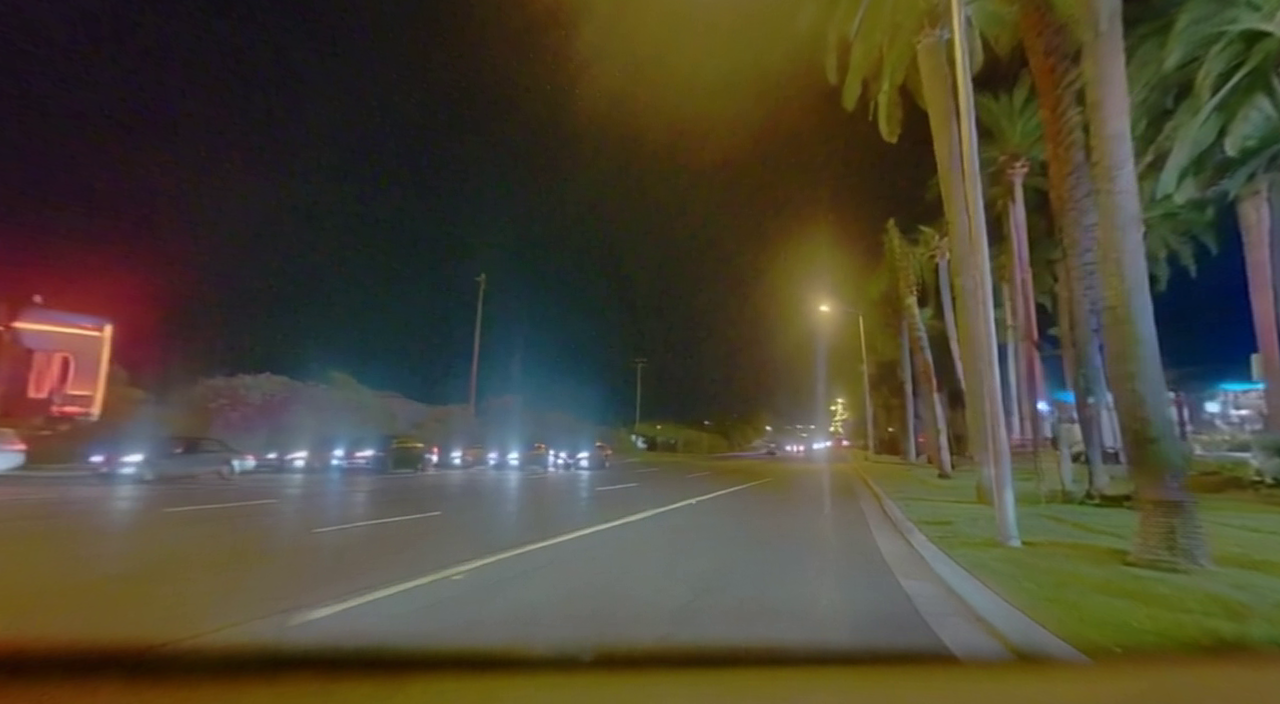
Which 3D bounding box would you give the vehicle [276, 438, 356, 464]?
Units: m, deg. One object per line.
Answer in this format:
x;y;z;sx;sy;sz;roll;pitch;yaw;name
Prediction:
-19.472;5.952;37.919;1.806;1.500;4.118;-3;-9;18;vehicle

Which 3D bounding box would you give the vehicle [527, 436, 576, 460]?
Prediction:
-6.430;7.016;45.994;1.858;1.599;4.104;-3;-9;19;vehicle

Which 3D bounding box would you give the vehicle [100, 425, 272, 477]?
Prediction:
-14.810;3.244;20.824;1.857;1.474;4.291;-5;-9;17;vehicle

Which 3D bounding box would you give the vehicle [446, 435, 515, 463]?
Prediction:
-9.205;5.670;36.715;1.813;1.535;4.306;-3;-9;19;vehicle

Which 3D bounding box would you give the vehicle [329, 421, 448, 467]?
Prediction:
-11.829;4.427;30.111;2.184;1.904;5.617;-5;-10;18;vehicle
